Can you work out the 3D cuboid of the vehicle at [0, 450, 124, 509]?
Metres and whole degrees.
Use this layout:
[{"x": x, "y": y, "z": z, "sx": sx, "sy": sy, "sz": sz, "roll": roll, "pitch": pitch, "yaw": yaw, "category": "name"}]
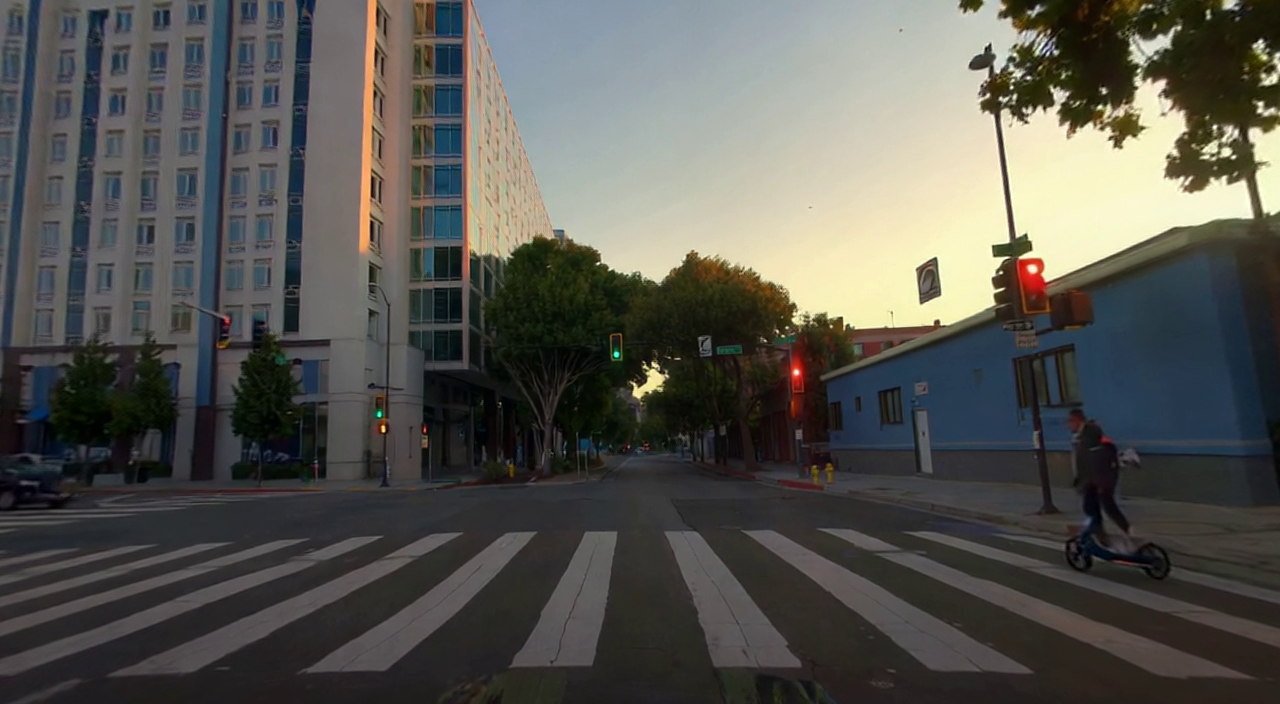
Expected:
[{"x": -18.622, "y": 3.752, "z": 18.794, "sx": 4.641, "sy": 1.616, "sz": 2.051, "roll": 0, "pitch": -8, "yaw": -1, "category": "vehicle"}]
